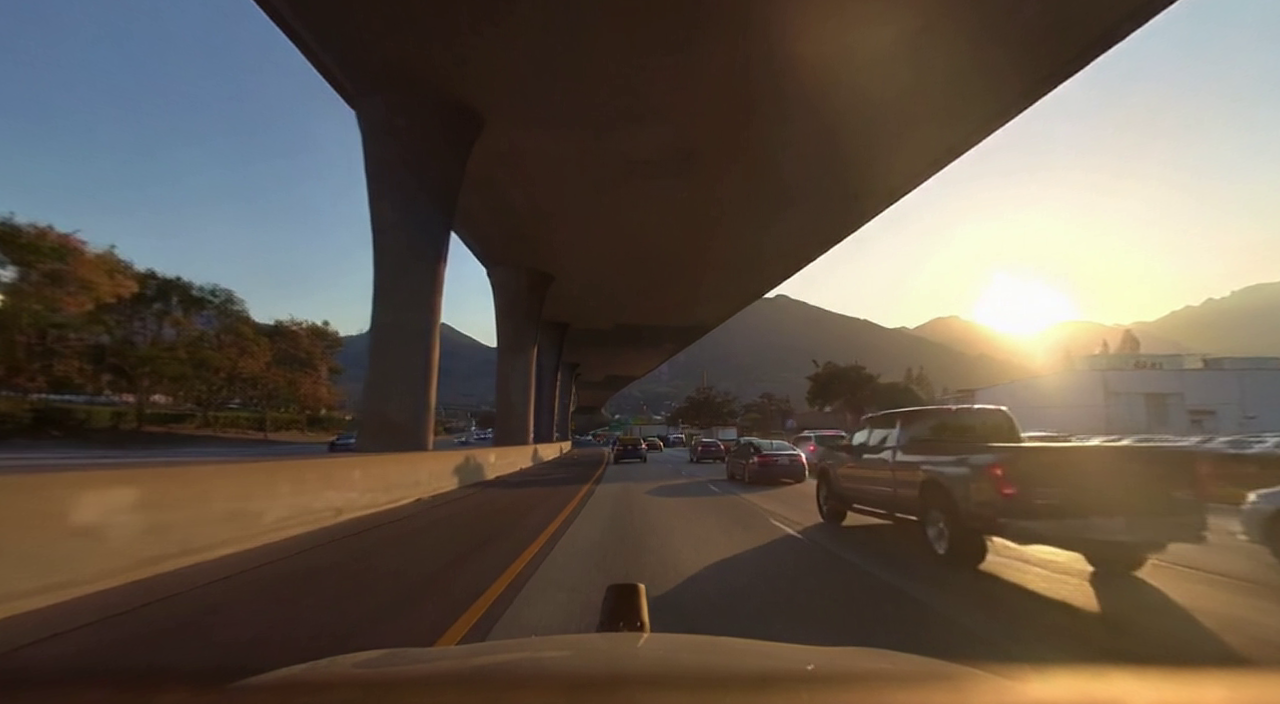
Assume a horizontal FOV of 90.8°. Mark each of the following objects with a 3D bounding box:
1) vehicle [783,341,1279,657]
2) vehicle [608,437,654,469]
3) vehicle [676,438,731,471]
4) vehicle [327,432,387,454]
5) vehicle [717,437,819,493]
[{"bbox_3d":[4.007,1.451,7.708,2.747,2.061,7.011,0,-8,-1],"label":"vehicle"},{"bbox_3d":[-0.526,5.249,32.899,2.266,1.549,3.978,0,-8,-2],"label":"vehicle"},{"bbox_3d":[3.168,5.226,32.399,2.057,1.517,4.538,0,-8,-4],"label":"vehicle"},{"bbox_3d":[-20.088,6.480,45.042,2.170,1.464,4.896,0,-8,-2],"label":"vehicle"},{"bbox_3d":[3.697,3.361,19.237,1.923,1.462,4.895,0,-8,-2],"label":"vehicle"}]
